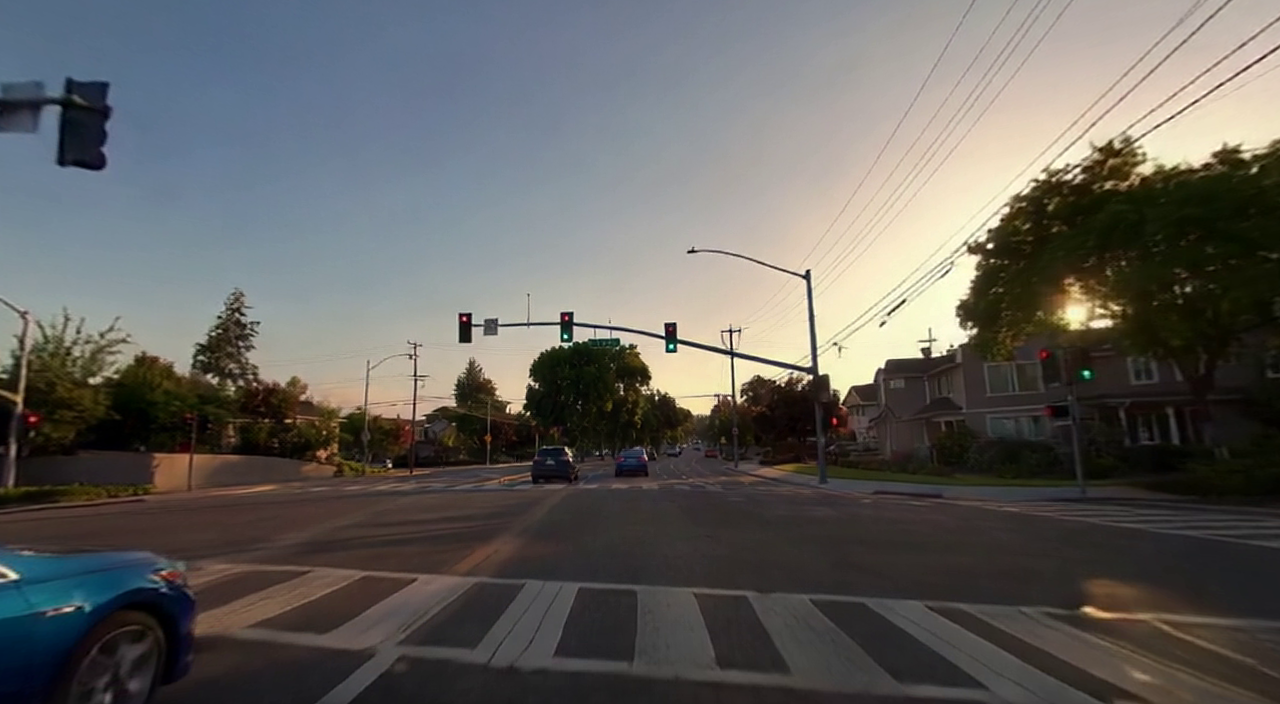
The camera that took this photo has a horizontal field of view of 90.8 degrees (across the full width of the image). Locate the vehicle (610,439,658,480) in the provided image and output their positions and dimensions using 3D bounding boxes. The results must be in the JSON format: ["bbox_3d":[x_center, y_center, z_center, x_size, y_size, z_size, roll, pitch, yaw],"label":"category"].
[{"bbox_3d":[-0.248,5.170,30.617,2.155,1.836,4.250,0,-8,0],"label":"vehicle"}]

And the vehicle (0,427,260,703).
[{"bbox_3d":[-3.401,0.906,1.787,1.901,1.409,4.442,0,-8,0],"label":"vehicle"}]

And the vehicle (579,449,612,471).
[{"bbox_3d":[-3.120,7.684,45.166,1.863,1.449,4.153,0,-8,3],"label":"vehicle"}]

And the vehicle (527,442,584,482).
[{"bbox_3d":[-3.738,4.926,28.642,1.899,1.685,4.121,0,-8,1],"label":"vehicle"}]
